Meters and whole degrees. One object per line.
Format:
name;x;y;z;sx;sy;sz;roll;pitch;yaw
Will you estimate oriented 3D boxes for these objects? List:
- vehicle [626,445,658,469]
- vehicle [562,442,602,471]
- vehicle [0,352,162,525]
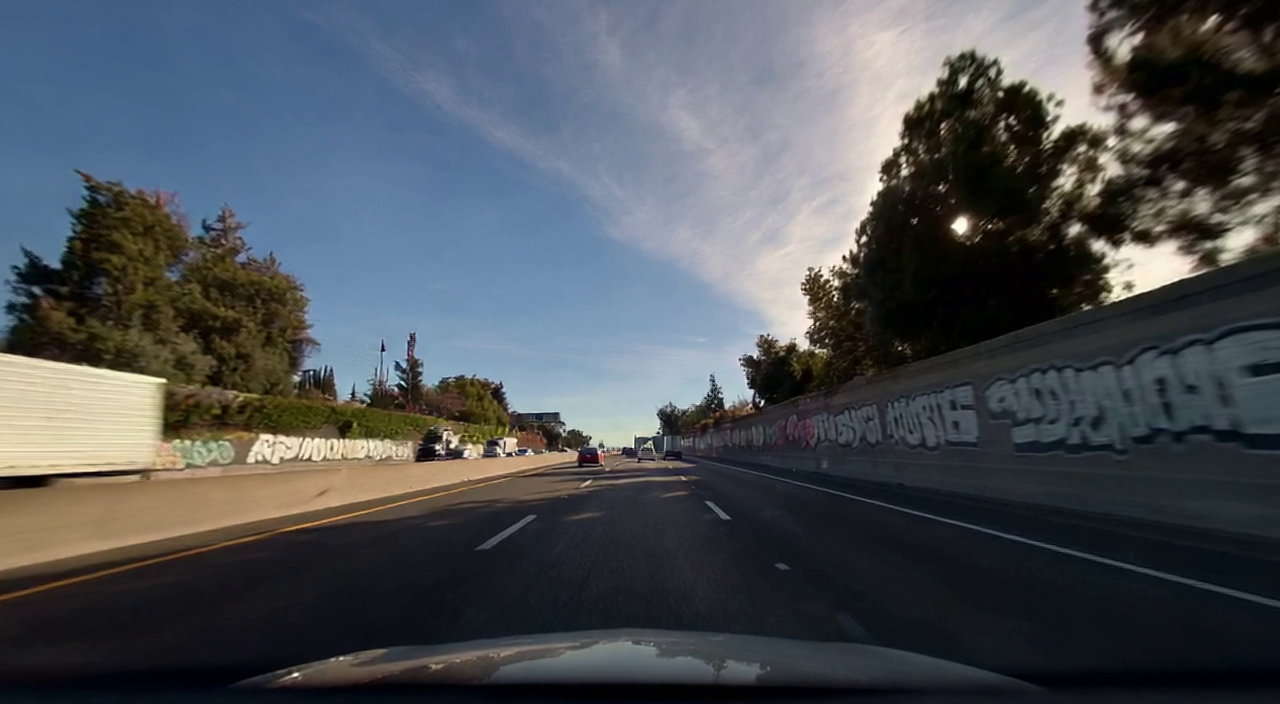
vehicle;0.096;6.941;41.739;2.009;1.506;4.091;0;-9;0
vehicle;-3.624;6.634;40.072;2.095;1.671;4.193;0;-9;1
vehicle;-16.605;1.659;12.411;3.275;3.983;14.098;0;-9;0
